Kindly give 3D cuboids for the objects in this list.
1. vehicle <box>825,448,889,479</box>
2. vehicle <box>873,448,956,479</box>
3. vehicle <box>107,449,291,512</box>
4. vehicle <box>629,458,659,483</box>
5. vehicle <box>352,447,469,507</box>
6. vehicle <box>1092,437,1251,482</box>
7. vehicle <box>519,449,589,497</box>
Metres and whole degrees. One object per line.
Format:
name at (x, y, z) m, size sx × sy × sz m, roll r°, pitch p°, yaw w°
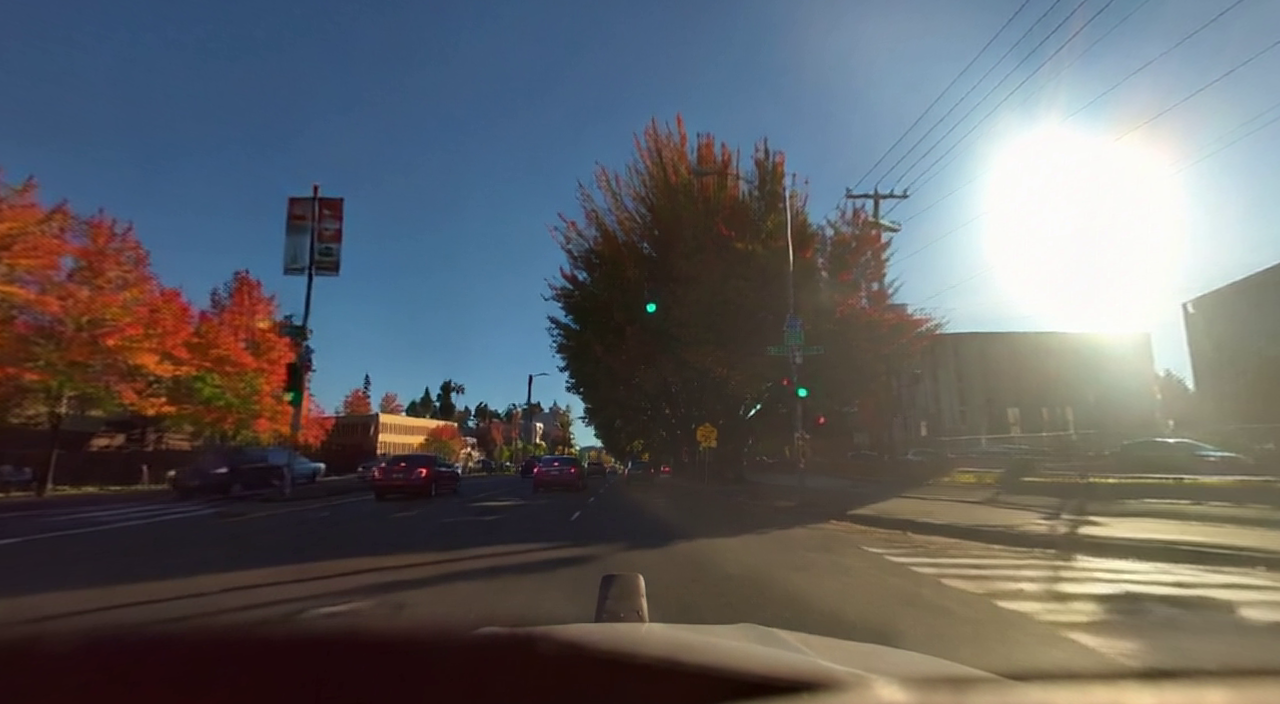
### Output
vehicle at (13.294, 6.820, 38.824) m, size 1.862 × 1.559 × 3.959 m, roll -3°, pitch -6°, yaw -11°
vehicle at (14.675, 5.961, 33.927) m, size 1.826 × 1.474 × 4.254 m, roll 3°, pitch -9°, yaw -14°
vehicle at (-11.741, 3.409, 17.213) m, size 1.872 × 1.475 × 4.325 m, roll 1°, pitch -9°, yaw 0°
vehicle at (0.236, 8.834, 47.232) m, size 2.144 × 1.704 × 4.028 m, roll 1°, pitch -9°, yaw -1°
vehicle at (-6.861, 3.739, 19.359) m, size 1.932 × 1.596 × 4.247 m, roll 1°, pitch -9°, yaw 0°
vehicle at (19.978, 4.029, 23.855) m, size 1.835 × 1.501 × 4.158 m, roll 6°, pitch -10°, yaw -33°
vehicle at (-3.283, 4.733, 25.054) m, size 2.085 × 1.663 × 4.513 m, roll 1°, pitch -9°, yaw 1°
